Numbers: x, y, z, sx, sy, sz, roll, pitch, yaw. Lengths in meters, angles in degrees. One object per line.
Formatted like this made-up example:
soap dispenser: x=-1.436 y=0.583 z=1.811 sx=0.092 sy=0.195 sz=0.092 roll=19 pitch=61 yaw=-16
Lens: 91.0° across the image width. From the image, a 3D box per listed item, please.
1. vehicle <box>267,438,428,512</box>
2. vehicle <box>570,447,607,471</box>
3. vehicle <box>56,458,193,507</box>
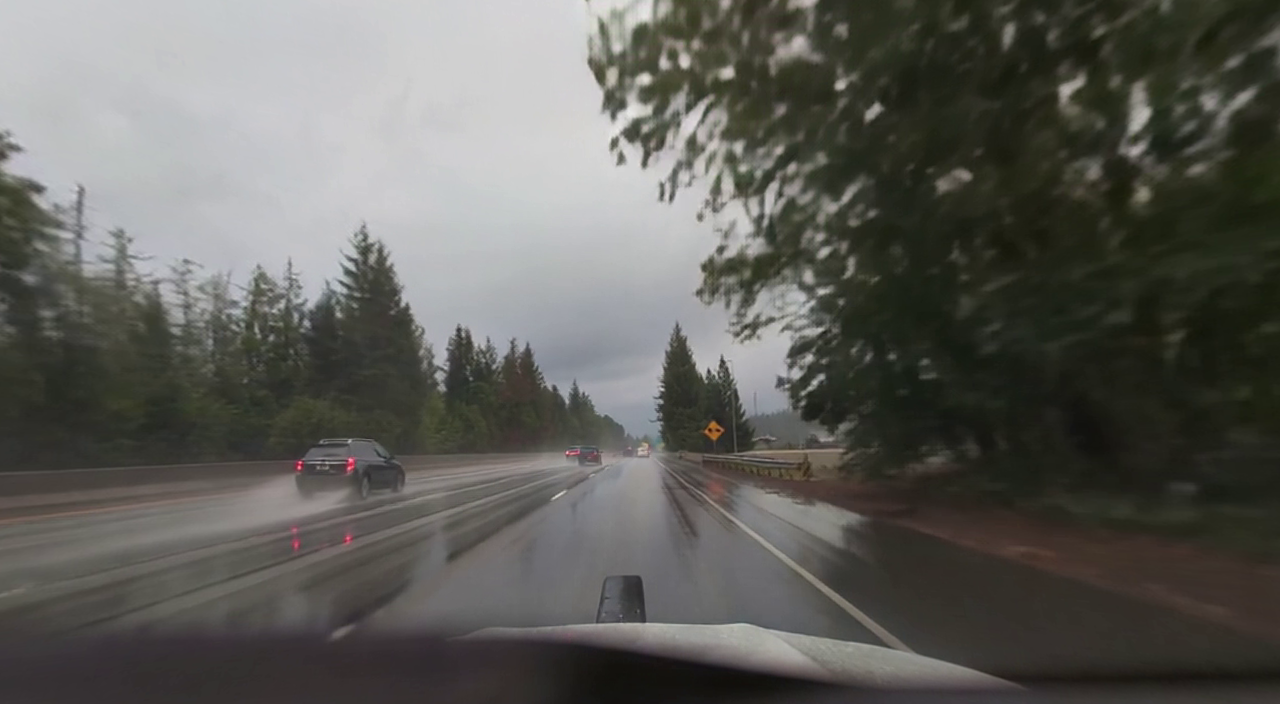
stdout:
vehicle: x=-7.171 y=3.031 z=16.014 sx=2.007 sy=1.616 sz=4.141 roll=0 pitch=-9 yaw=1
vehicle: x=-3.549 y=7.506 z=44.277 sx=2.104 sy=1.558 sz=4.639 roll=0 pitch=-9 yaw=1
vehicle: x=-36.250 y=9.126 z=44.815 sx=2.859 sy=2.937 sz=8.071 roll=0 pitch=-9 yaw=0
